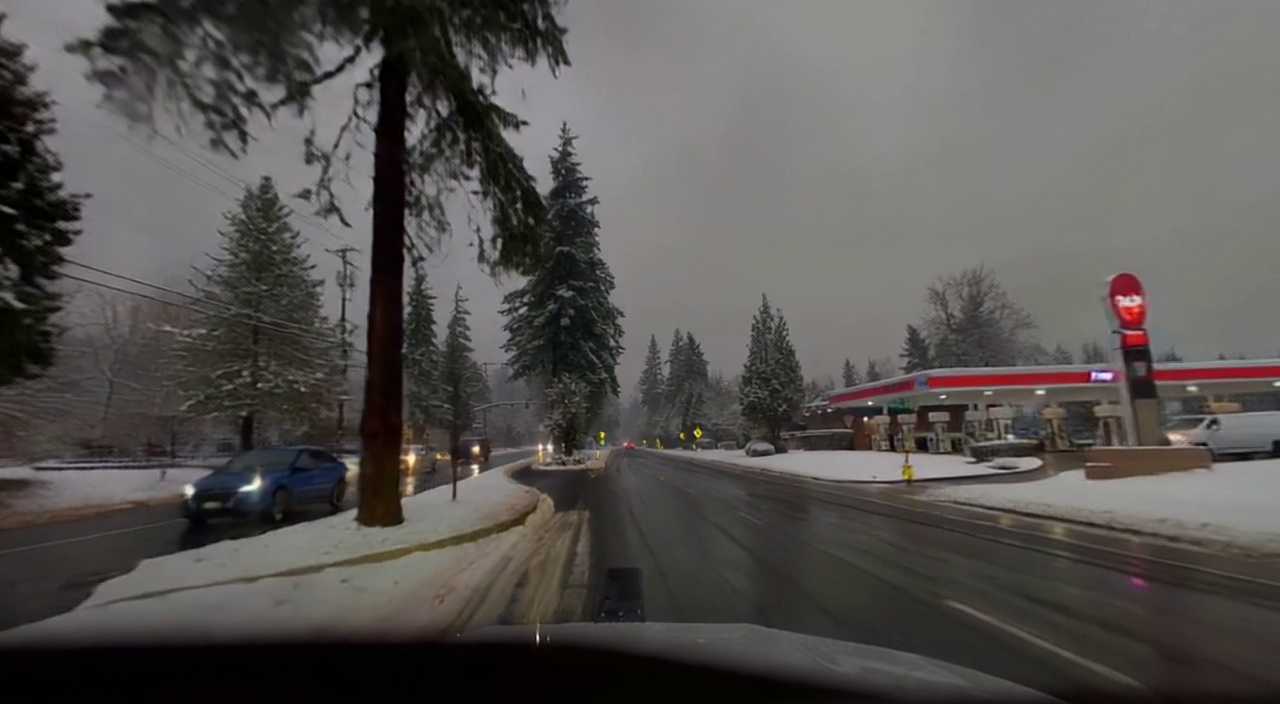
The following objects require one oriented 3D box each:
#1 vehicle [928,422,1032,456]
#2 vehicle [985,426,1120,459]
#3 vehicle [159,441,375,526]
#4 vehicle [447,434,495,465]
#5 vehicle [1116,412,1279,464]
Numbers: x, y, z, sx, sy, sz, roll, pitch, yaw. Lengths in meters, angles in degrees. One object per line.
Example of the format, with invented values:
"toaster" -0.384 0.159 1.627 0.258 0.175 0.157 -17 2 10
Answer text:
"vehicle" 18.115 4.637 33.793 4.422 1.586 1.990 -2 -7 -3
"vehicle" 18.805 4.145 28.952 4.800 1.459 2.051 1 -9 -4
"vehicle" -7.474 2.649 13.323 1.982 1.465 4.376 0 -9 -2
"vehicle" -12.334 7.179 46.554 2.131 2.148 5.709 0 -9 -2
"vehicle" 19.260 2.887 21.146 4.868 1.610 2.223 0 -9 -1
